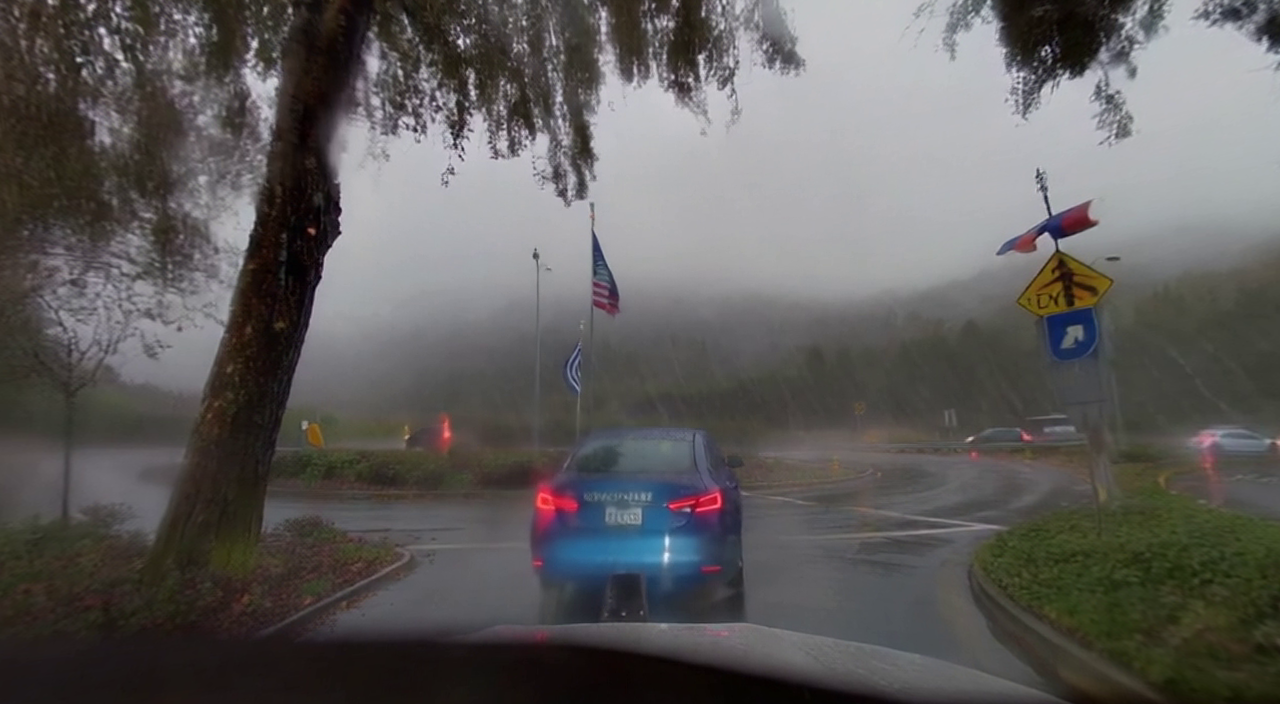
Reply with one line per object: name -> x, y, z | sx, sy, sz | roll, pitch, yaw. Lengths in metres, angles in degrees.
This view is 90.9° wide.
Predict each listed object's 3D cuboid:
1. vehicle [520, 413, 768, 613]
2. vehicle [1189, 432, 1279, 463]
vehicle -> 0.292, 1.645, 7.312 | 2.078, 1.607, 4.010 | -2, -9, 8
vehicle -> 35.150, 5.554, 36.748 | 4.485, 1.691, 2.132 | 1, -9, -7
